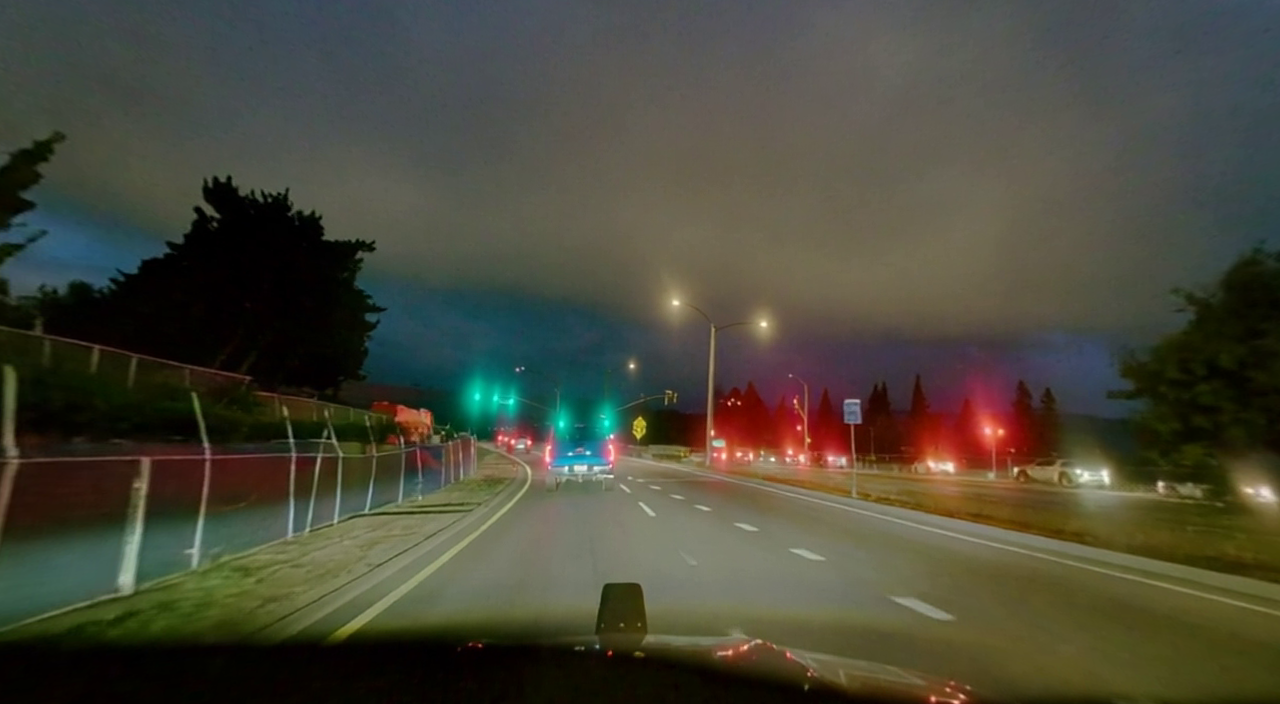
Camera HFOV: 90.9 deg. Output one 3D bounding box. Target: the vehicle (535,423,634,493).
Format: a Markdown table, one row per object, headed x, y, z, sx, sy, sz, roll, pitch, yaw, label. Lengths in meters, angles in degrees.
| x | y | z | sx | sy | sz | roll | pitch | yaw | label |
| --- | --- | --- | --- | --- | --- | --- | --- | --- | --- |
| -1.664 | 2.997 | 18.274 | 2.436 | 1.698 | 5.322 | 1 | -8 | -7 | vehicle |

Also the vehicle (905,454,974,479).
| x | y | z | sx | sy | sz | roll | pitch | yaw | label |
| --- | --- | --- | --- | --- | --- | --- | --- | --- | --- |
| 20.140 | 7.680 | 42.559 | 1.805 | 1.494 | 4.362 | 2 | -9 | -13 | vehicle |

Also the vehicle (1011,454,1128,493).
| x | y | z | sx | sy | sz | roll | pitch | yaw | label |
| --- | --- | --- | --- | --- | --- | --- | --- | --- | --- |
| 22.061 | 6.209 | 32.713 | 1.938 | 1.781 | 5.078 | 1 | -9 | -10 | vehicle |

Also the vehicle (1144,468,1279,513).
| x | y | z | sx | sy | sz | roll | pitch | yaw | label |
| --- | --- | --- | --- | --- | --- | --- | --- | --- | --- |
| 23.331 | 5.463 | 25.300 | 1.850 | 1.470 | 4.761 | 2 | -9 | -9 | vehicle |
